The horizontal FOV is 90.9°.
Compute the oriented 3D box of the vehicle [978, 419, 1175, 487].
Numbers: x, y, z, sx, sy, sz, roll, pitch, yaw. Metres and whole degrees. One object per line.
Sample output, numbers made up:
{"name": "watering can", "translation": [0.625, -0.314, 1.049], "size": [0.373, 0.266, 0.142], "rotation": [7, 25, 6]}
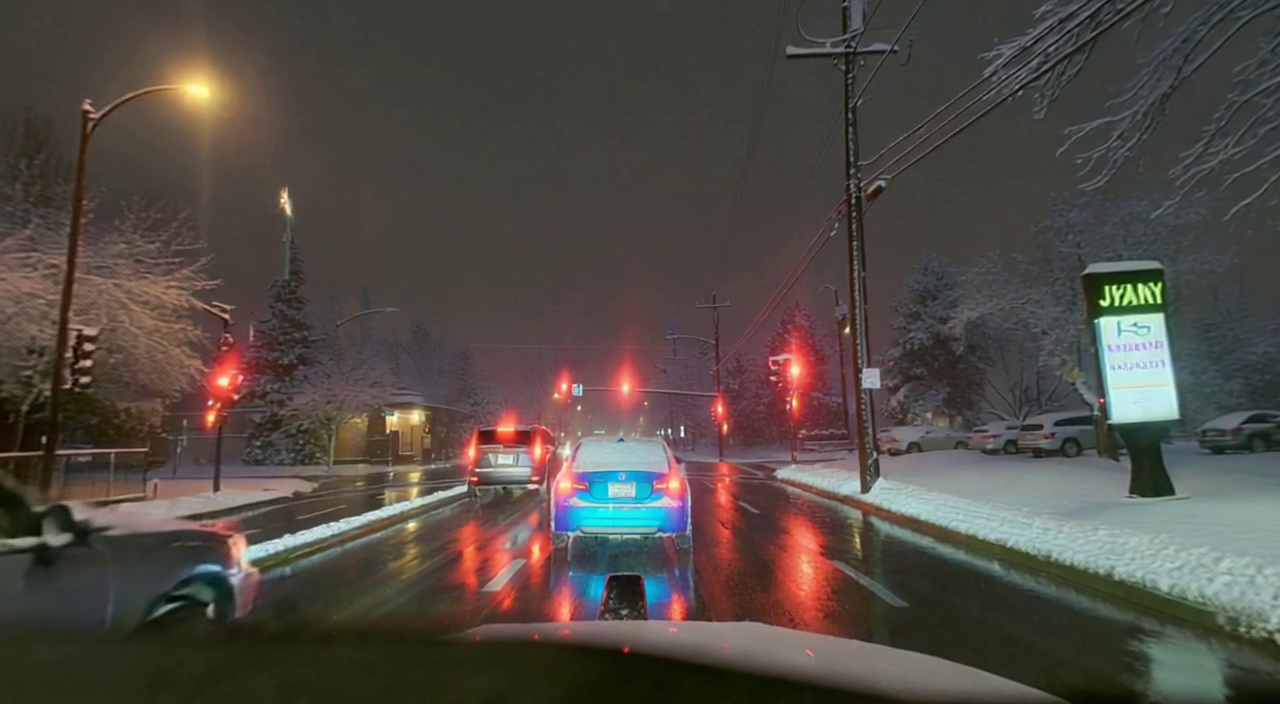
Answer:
{"name": "vehicle", "translation": [10.530, 2.485, 15.710], "size": [1.888, 1.455, 4.268], "rotation": [0, -8, 1]}

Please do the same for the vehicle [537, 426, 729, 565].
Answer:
{"name": "vehicle", "translation": [-0.154, 1.866, 9.004], "size": [2.070, 1.481, 4.216], "rotation": [0, -8, -2]}

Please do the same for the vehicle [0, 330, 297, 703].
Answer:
{"name": "vehicle", "translation": [-2.892, 0.728, 1.468], "size": [2.003, 1.681, 3.878], "rotation": [0, -8, -1]}

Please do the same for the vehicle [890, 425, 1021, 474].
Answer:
{"name": "vehicle", "translation": [10.647, 3.342, 21.752], "size": [1.842, 1.471, 4.481], "rotation": [1, -8, -6]}

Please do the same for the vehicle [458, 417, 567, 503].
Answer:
{"name": "vehicle", "translation": [-3.039, 2.674, 16.031], "size": [2.106, 1.852, 4.512], "rotation": [0, -8, -4]}

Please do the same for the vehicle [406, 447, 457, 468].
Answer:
{"name": "vehicle", "translation": [-15.544, 7.799, 46.878], "size": [2.111, 1.511, 4.641], "rotation": [6, -10, -36]}

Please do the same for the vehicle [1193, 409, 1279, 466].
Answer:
{"name": "vehicle", "translation": [18.724, 2.544, 18.707], "size": [4.446, 1.511, 1.977], "rotation": [4, -10, -29]}
